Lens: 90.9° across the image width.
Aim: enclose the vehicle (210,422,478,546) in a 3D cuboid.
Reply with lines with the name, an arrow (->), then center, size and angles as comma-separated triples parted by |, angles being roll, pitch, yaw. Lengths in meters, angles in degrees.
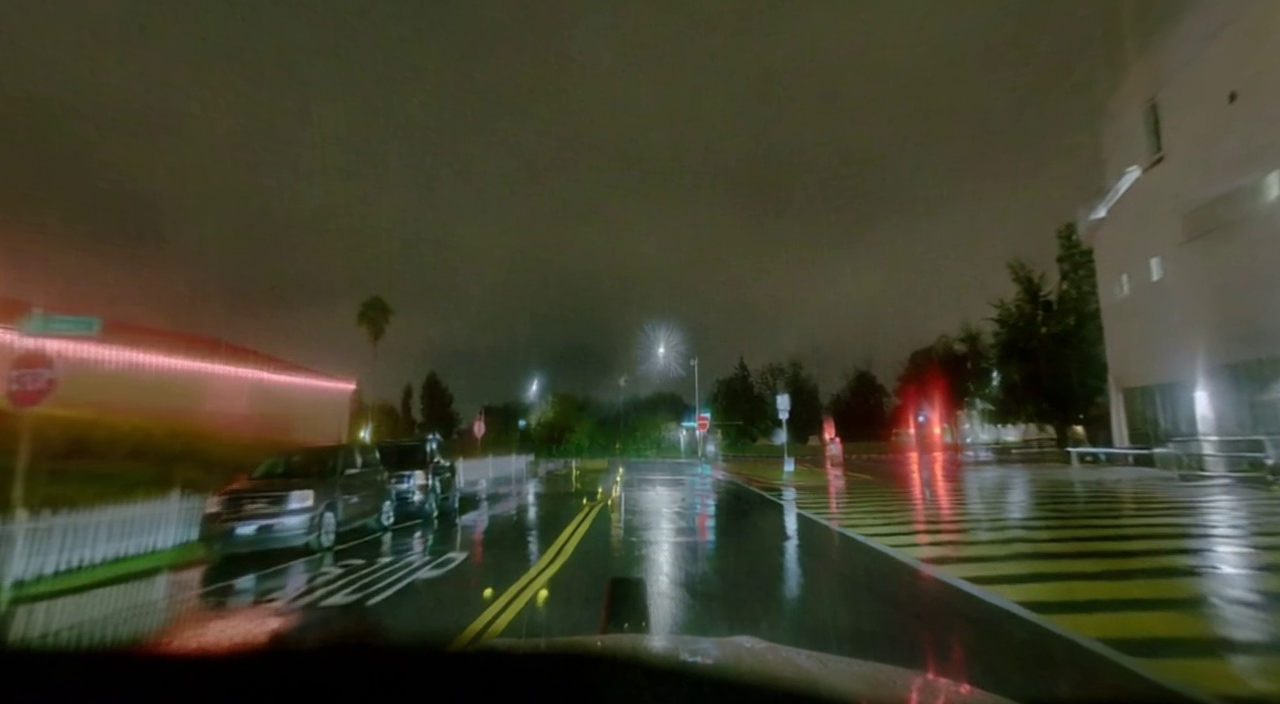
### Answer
vehicle -> -5.497, 2.507, 13.073 | 2.308, 1.899, 6.107 | -2, -8, 4
